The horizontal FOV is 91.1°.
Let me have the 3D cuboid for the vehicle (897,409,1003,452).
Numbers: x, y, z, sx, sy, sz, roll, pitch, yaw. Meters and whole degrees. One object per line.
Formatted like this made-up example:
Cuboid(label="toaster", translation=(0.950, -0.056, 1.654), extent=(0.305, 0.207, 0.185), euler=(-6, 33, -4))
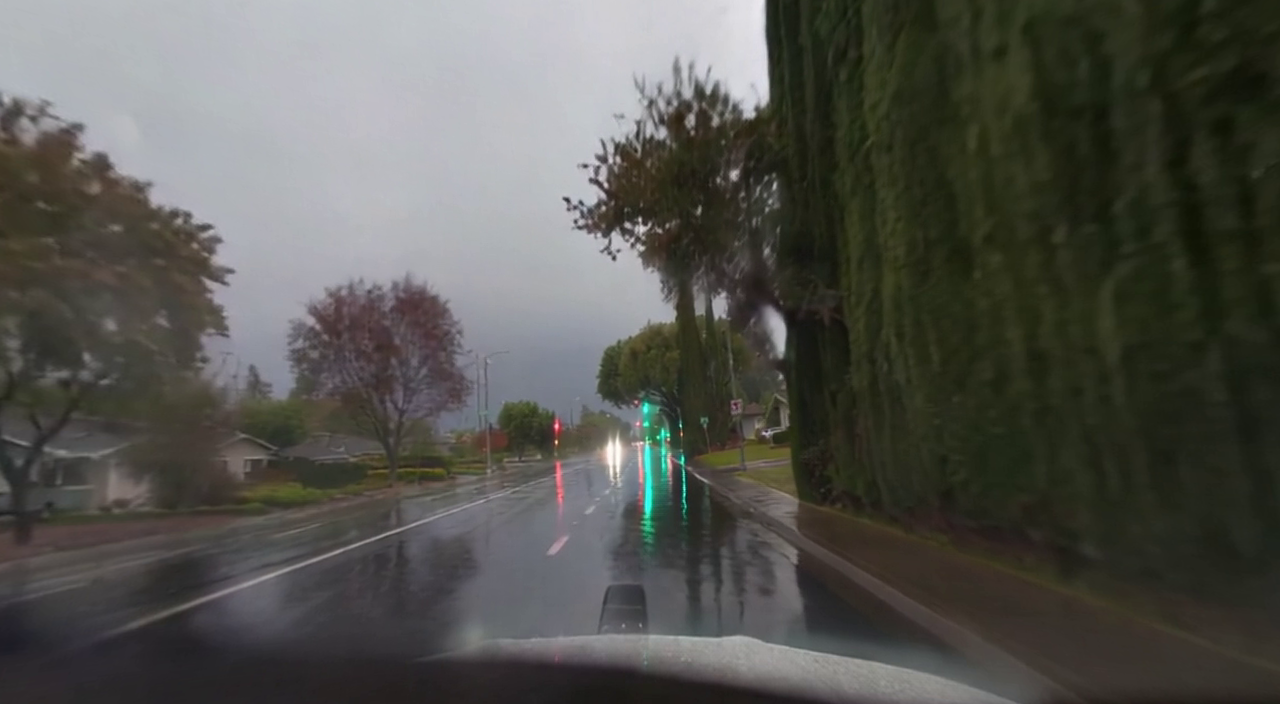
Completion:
Cuboid(label="vehicle", translation=(14.491, 3.681, 29.520), extent=(3.917, 1.454, 1.725), euler=(-7, -7, 0))
